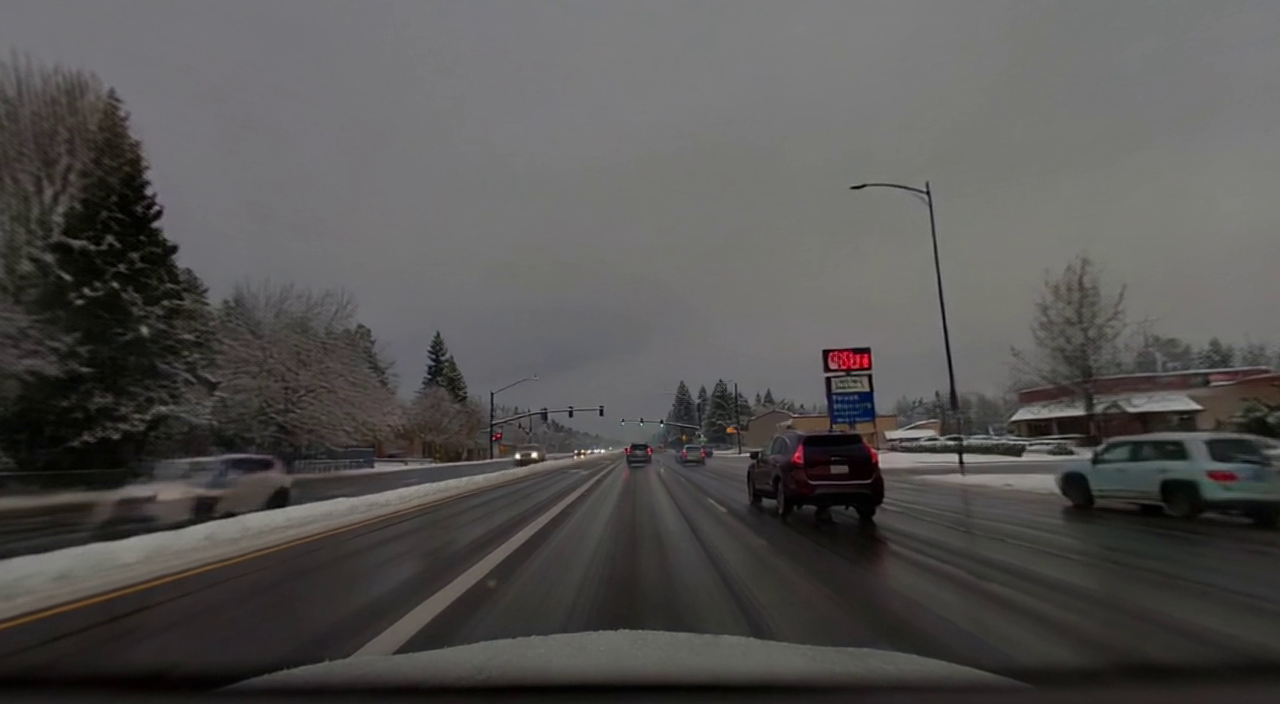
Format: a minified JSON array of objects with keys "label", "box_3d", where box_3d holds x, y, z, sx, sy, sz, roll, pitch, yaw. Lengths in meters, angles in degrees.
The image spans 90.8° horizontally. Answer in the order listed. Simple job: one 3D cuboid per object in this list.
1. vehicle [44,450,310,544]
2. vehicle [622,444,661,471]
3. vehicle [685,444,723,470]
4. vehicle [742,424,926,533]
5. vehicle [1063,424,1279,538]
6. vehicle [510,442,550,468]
[{"label":"vehicle","box_3d":[-8.467,2.632,12.199,1.862,1.446,4.333,0,-8,0]},{"label":"vehicle","box_3d":[0.084,6.184,37.190,2.135,1.468,4.076,0,-8,0]},{"label":"vehicle","box_3d":[3.856,6.420,38.804,1.889,1.473,4.303,0,-9,0]},{"label":"vehicle","box_3d":[3.341,2.272,11.931,2.022,1.643,4.326,0,-9,-1]},{"label":"vehicle","box_3d":[10.771,2.288,11.829,2.154,1.690,5.208,0,-9,1]},{"label":"vehicle","box_3d":[-8.413,7.901,48.784,2.142,1.872,4.689,0,-9,1]}]
